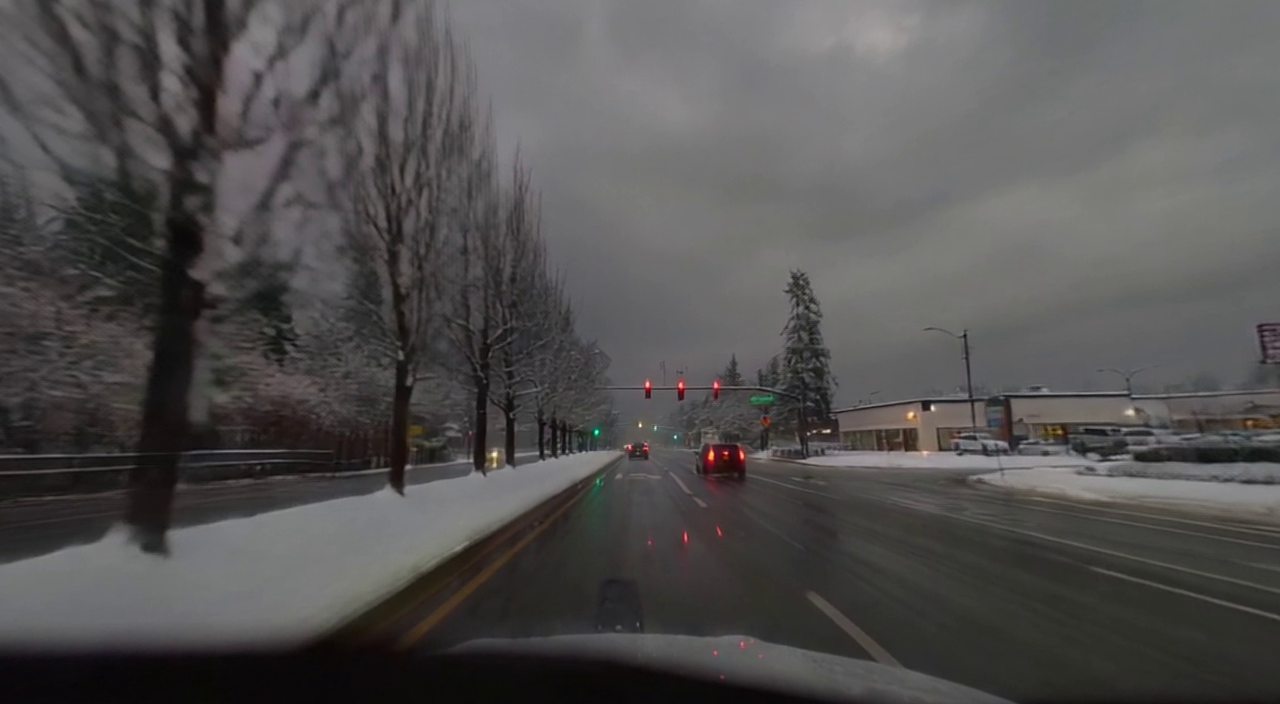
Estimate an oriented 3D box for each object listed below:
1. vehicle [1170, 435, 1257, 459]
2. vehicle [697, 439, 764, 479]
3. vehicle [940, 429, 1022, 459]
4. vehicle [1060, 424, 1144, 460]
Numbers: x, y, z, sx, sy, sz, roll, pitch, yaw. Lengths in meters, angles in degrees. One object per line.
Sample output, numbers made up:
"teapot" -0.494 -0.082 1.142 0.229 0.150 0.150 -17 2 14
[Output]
"vehicle" 35.987 5.980 39.778 1.819 1.436 4.046 -1 -9 5
"vehicle" 3.595 4.343 25.880 1.983 1.482 4.463 0 -9 -2
"vehicle" 23.922 6.473 44.371 4.534 1.730 1.942 -13 -14 41
"vehicle" 28.783 5.647 39.591 2.501 2.045 5.267 -2 -9 17
